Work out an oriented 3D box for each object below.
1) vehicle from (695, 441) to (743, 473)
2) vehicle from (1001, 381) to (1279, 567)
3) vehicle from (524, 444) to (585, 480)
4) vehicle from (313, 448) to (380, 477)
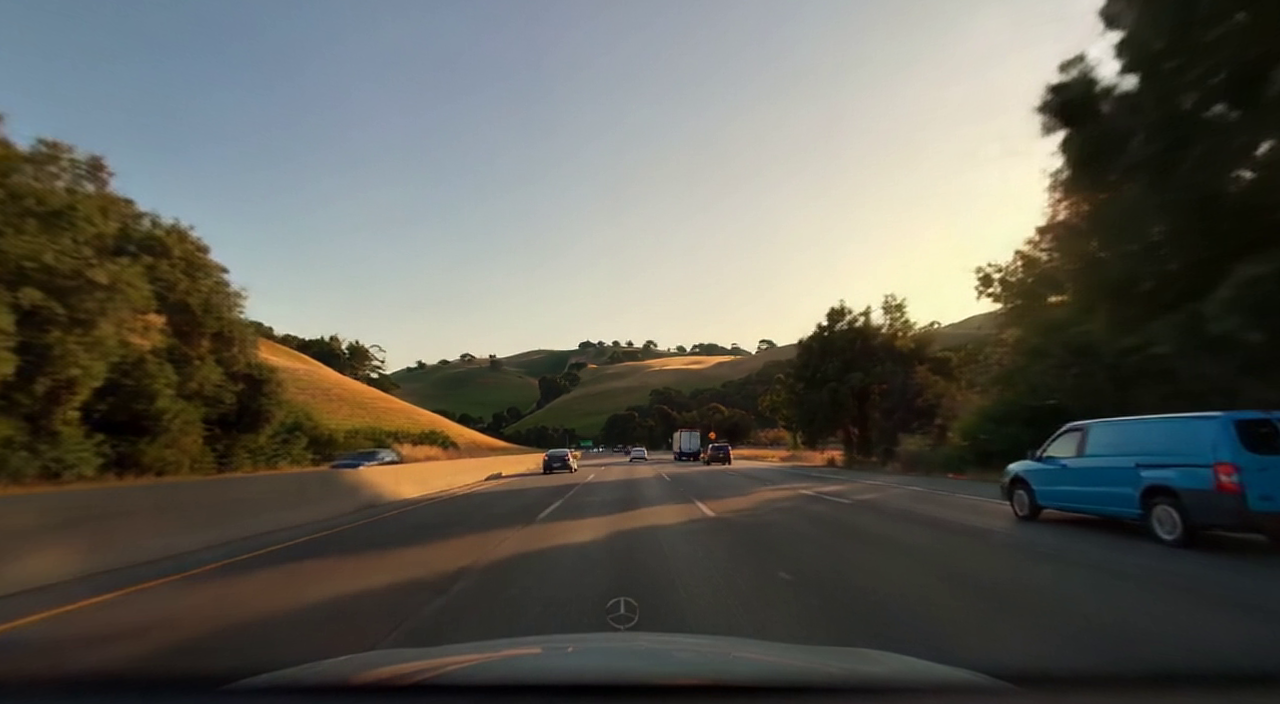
[{"bbox_3d":[4.347,5.882,35.346,2.069,1.625,4.832,0,-9,0],"label":"vehicle"},{"bbox_3d":[7.746,1.636,8.957,2.133,1.933,4.986,0,-9,-1],"label":"vehicle"},{"bbox_3d":[-3.831,5.030,29.030,2.160,1.530,4.500,0,-9,0],"label":"vehicle"},{"bbox_3d":[-15.210,5.707,32.759,1.834,1.406,3.539,0,-9,-2],"label":"vehicle"}]
